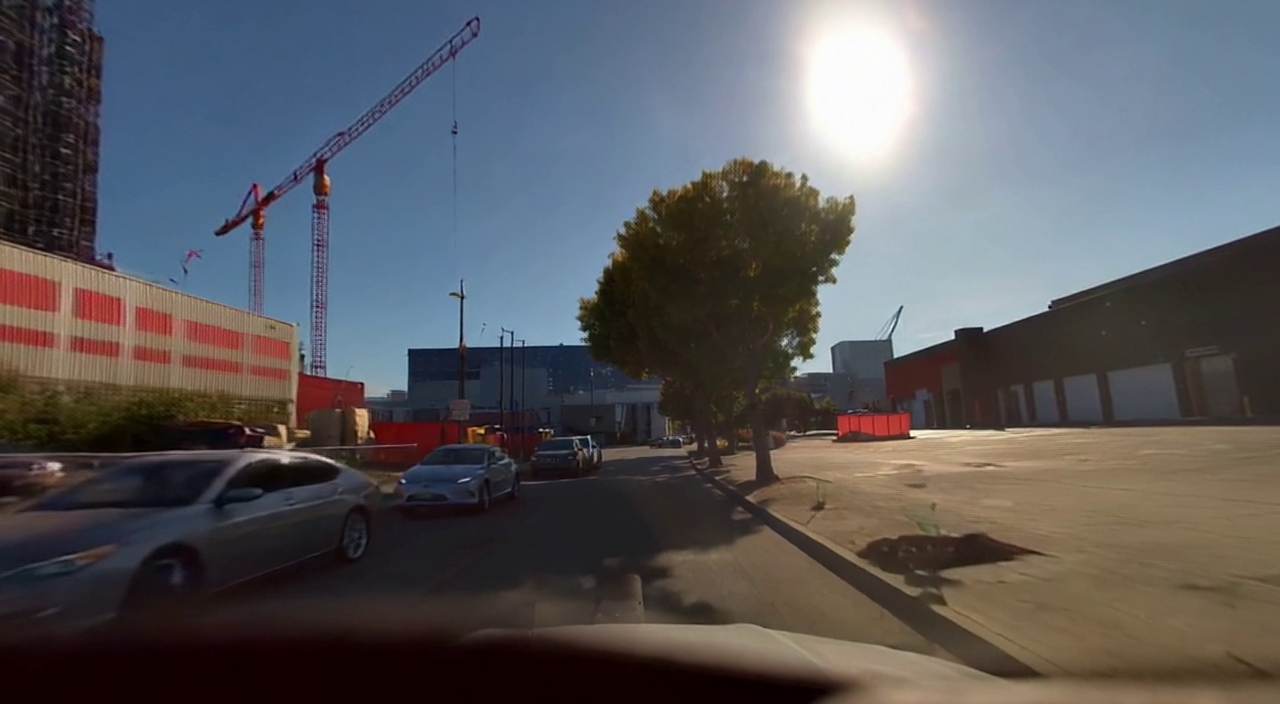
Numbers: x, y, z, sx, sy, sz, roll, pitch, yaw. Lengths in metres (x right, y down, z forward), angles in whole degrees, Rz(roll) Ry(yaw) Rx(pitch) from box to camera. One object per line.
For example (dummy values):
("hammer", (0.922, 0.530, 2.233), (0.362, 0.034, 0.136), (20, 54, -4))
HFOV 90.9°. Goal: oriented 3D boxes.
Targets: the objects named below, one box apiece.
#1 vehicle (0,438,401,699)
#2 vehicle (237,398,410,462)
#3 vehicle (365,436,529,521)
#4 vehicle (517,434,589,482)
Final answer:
("vehicle", (-4.100, 1.512, 5.766), (1.996, 1.411, 4.370), (-1, -8, 2))
("vehicle", (-13.019, 3.262, 26.150), (6.039, 2.449, 2.273), (-1, -8, 7))
("vehicle", (-3.786, 2.516, 13.285), (1.948, 1.460, 4.394), (-1, -8, 2))
("vehicle", (-3.208, 3.988, 24.134), (1.980, 1.635, 4.153), (-1, -8, 3))
